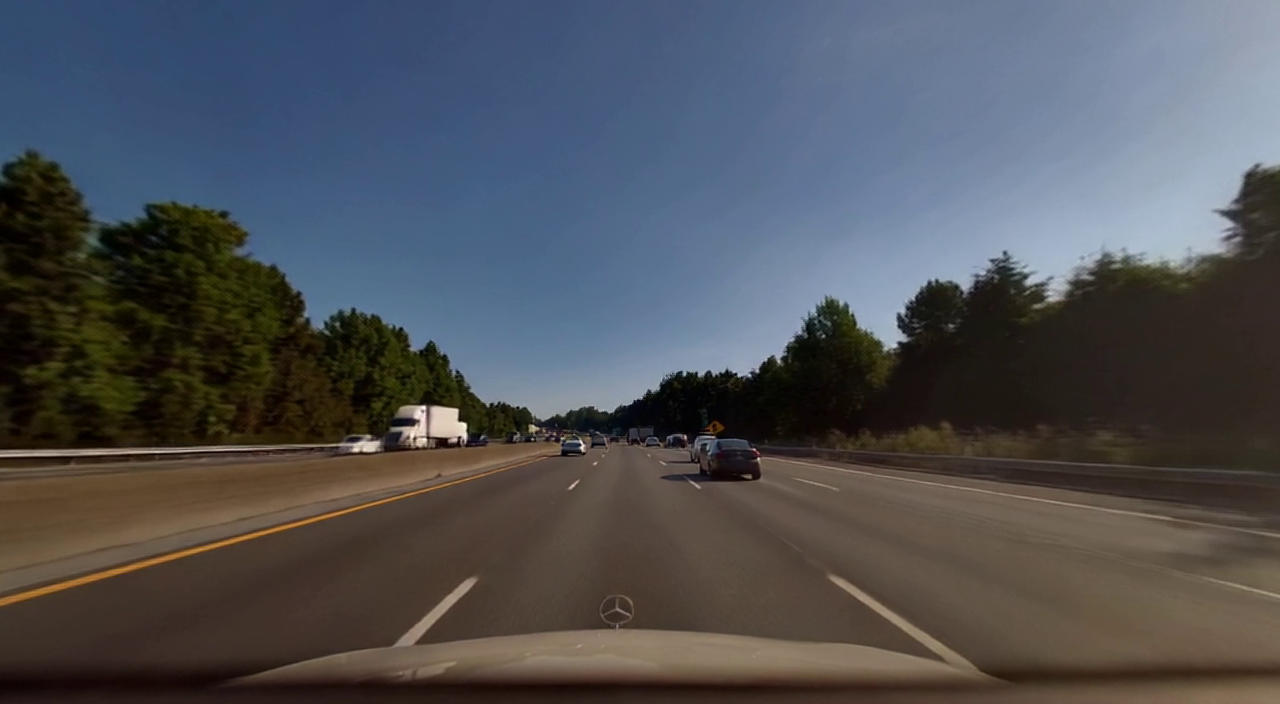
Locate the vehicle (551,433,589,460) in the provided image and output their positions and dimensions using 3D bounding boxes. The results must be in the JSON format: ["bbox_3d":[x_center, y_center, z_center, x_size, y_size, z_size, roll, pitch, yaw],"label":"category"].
[{"bbox_3d":[-4.527,6.185,41.520,2.011,1.614,4.808,0,-8,-1],"label":"vehicle"}]

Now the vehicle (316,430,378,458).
[{"bbox_3d":[-16.370,5.153,35.435,1.743,1.457,3.792,0,-8,-1],"label":"vehicle"}]

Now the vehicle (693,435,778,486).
[{"bbox_3d":[2.949,3.429,20.343,1.990,1.480,3.865,1,-8,-3],"label":"vehicle"}]
